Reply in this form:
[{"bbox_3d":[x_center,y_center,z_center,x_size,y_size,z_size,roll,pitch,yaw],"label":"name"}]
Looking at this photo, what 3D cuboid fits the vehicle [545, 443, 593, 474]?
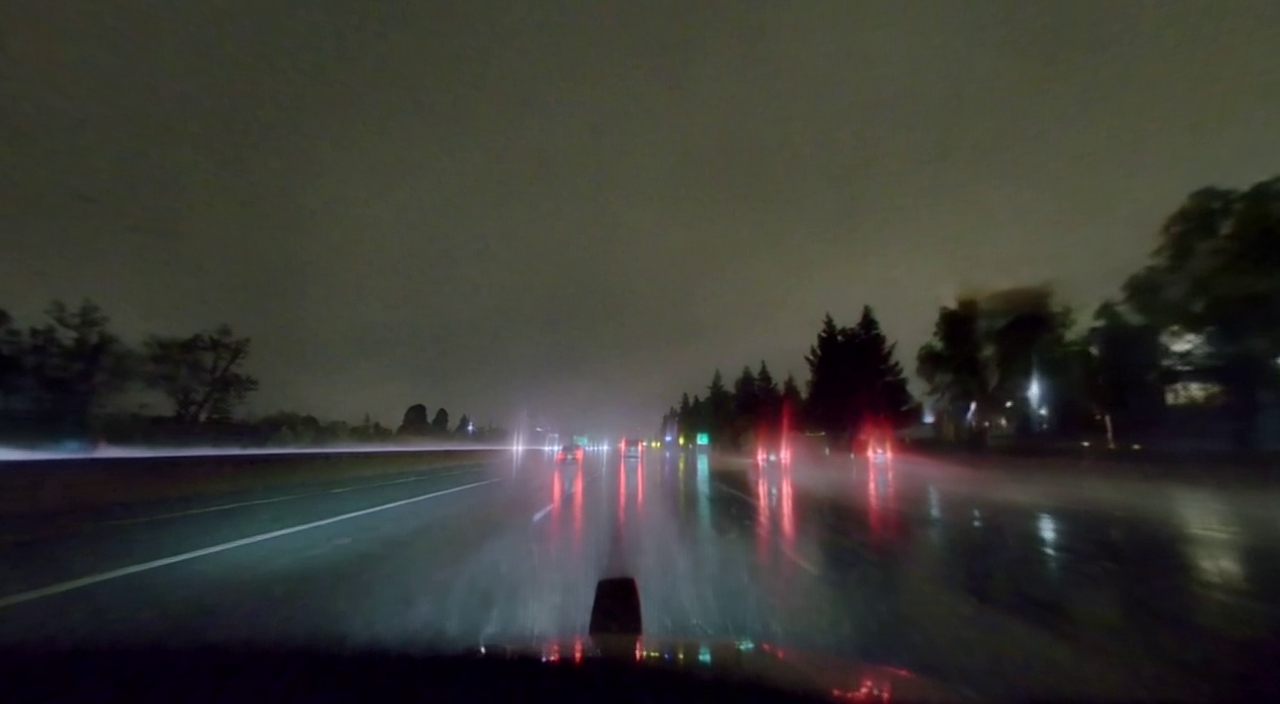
[{"bbox_3d":[-3.892,5.938,35.588,2.140,1.574,4.946,0,-8,0],"label":"vehicle"}]
